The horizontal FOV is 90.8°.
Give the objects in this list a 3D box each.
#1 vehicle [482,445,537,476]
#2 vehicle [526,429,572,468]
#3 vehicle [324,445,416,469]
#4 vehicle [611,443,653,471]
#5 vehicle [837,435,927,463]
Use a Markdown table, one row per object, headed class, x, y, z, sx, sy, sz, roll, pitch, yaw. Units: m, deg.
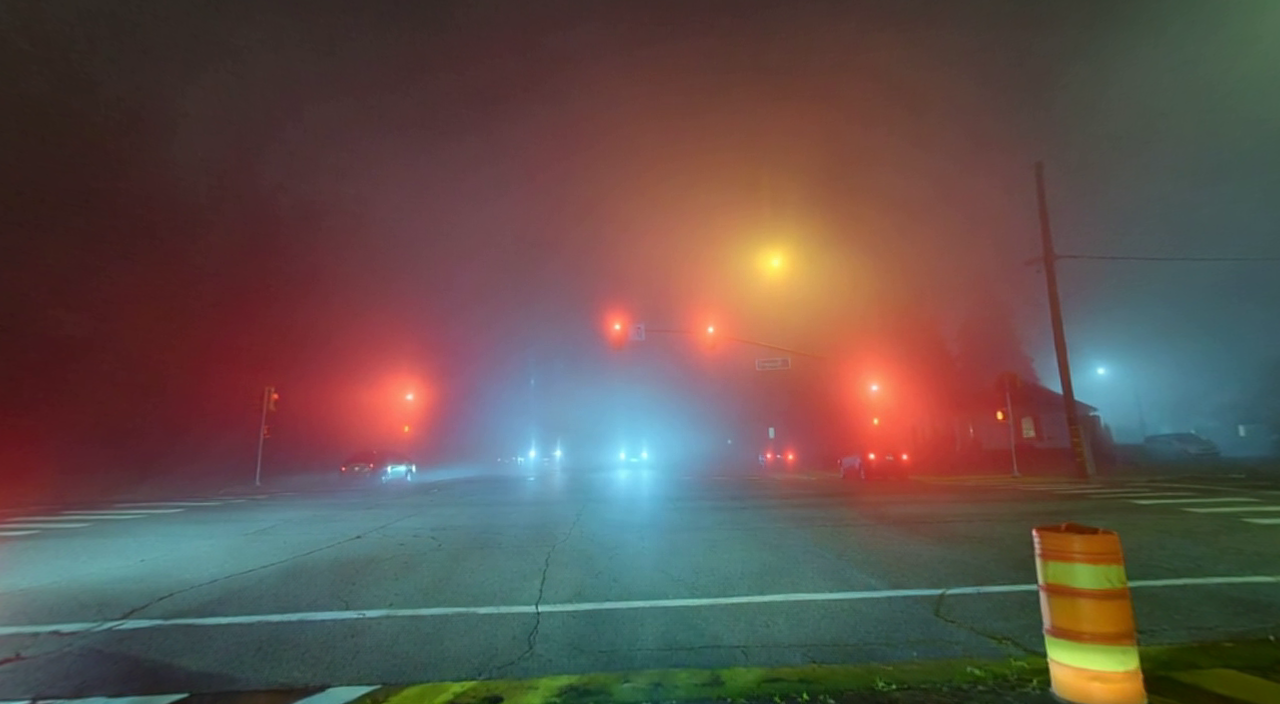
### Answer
| class | x | y | z | sx | sy | sz | roll | pitch | yaw |
| --- | --- | --- | --- | --- | --- | --- | --- | --- | --- |
| vehicle | -6.607 | 5.530 | 32.399 | 1.881 | 1.452 | 4.121 | 0 | -8 | 0 |
| vehicle | -6.778 | 7.245 | 47.690 | 2.625 | 2.726 | 6.138 | 0 | -8 | -1 |
| vehicle | -16.404 | 6.380 | 38.605 | 4.713 | 1.409 | 1.918 | 0 | -8 | -2 |
| vehicle | -0.434 | 5.693 | 34.484 | 2.105 | 1.457 | 4.173 | 0 | -8 | -1 |
| vehicle | 15.379 | 6.184 | 40.329 | 4.892 | 1.656 | 1.856 | 0 | -8 | 0 |
